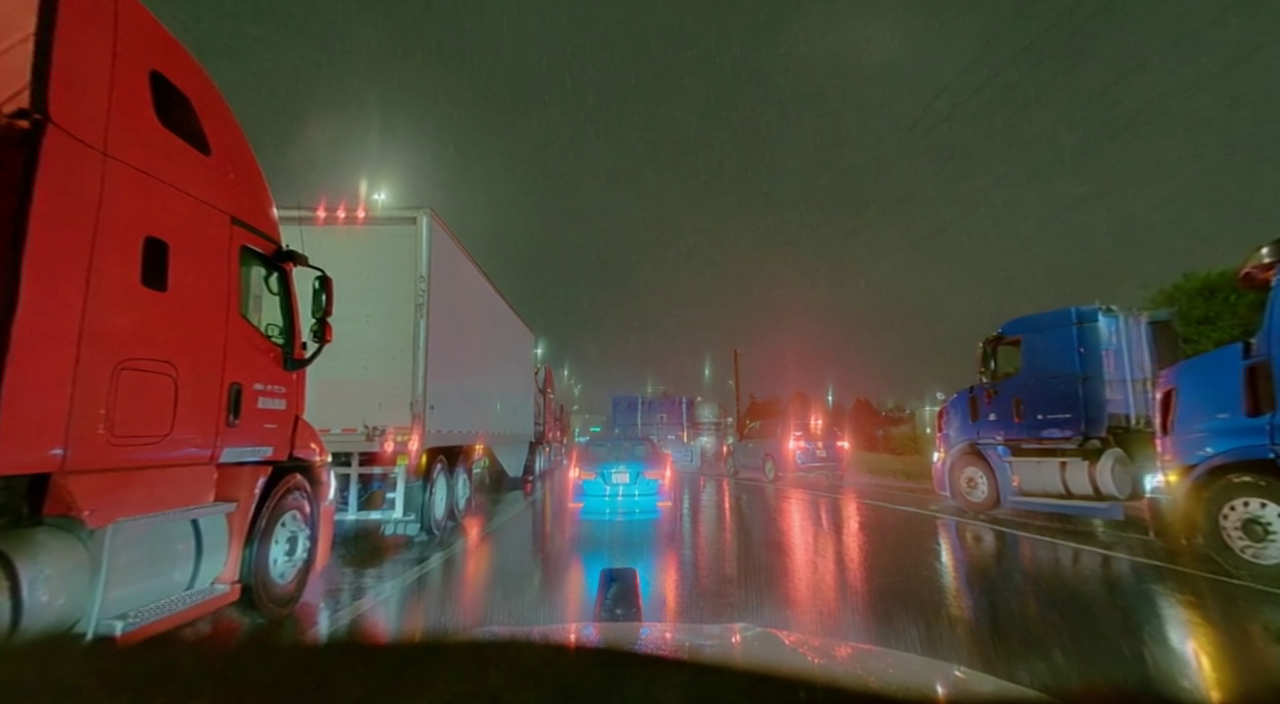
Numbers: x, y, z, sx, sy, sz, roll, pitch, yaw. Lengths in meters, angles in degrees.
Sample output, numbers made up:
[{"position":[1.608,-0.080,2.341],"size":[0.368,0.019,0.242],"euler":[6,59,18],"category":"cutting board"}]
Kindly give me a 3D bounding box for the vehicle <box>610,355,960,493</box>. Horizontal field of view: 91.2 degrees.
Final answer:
[{"position":[4.498,3.108,25.158],"size":[2.877,4.124,14.516],"euler":[4,-10,-41],"category":"vehicle"}]

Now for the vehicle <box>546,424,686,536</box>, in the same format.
[{"position":[-0.401,2.280,11.678],"size":[2.140,1.682,3.971],"euler":[0,-9,-1],"category":"vehicle"}]

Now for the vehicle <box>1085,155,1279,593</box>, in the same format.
[{"position":[11.165,-0.299,3.465],"size":[13.564,4.152,3.110],"euler":[-9,-12,42],"category":"vehicle"}]

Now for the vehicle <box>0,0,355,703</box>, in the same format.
[{"position":[-3.963,-0.149,0.874],"size":[2.986,3.391,9.523],"euler":[0,-9,-2],"category":"vehicle"}]
